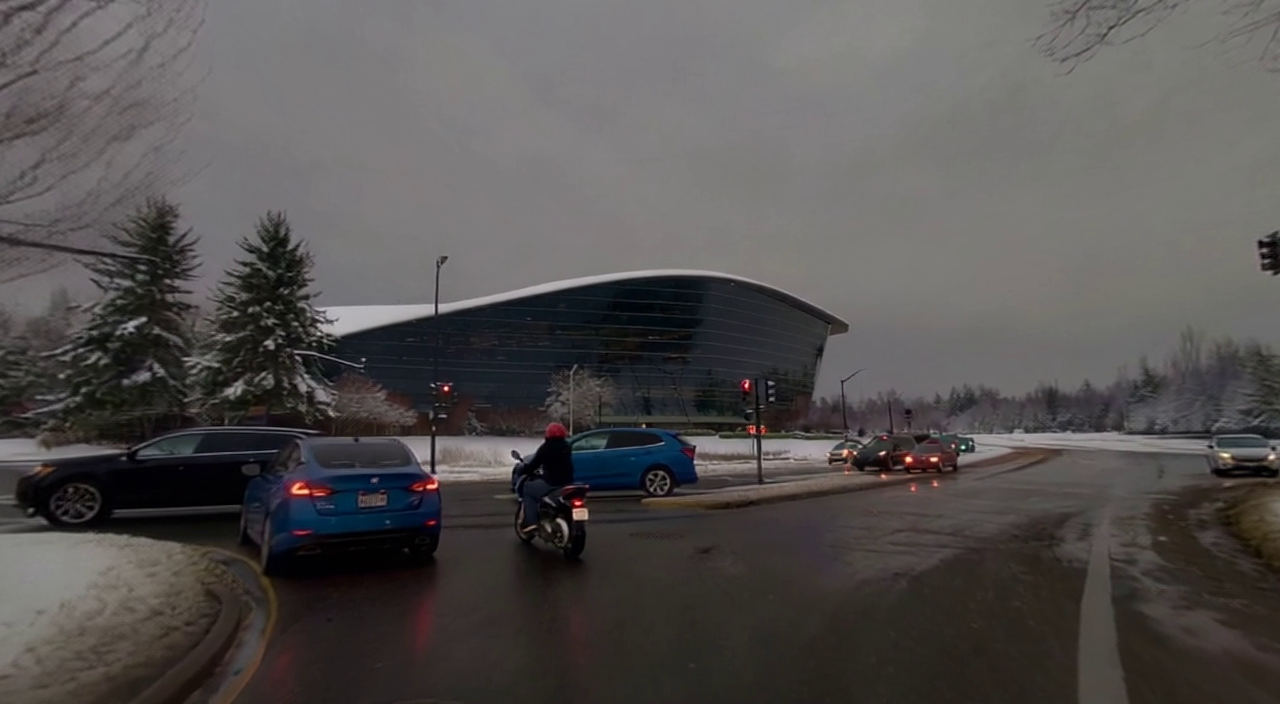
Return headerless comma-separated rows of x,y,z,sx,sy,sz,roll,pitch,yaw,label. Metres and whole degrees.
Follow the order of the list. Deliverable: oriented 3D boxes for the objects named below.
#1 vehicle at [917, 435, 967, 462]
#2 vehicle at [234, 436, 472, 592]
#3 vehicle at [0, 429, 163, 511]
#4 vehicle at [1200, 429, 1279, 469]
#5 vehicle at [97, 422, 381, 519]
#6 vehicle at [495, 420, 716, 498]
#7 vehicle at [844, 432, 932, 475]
18.528,5.872,38.619,2.024,1.543,4.028,-6,-10,34,vehicle
-3.949,1.857,8.256,2.009,1.450,4.182,5,-10,-35,vehicle
-14.158,2.755,15.049,4.380,1.727,2.052,-3,-9,15,vehicle
24.829,3.965,25.944,1.872,1.467,4.385,-6,-10,32,vehicle
-7.977,2.357,12.824,4.583,1.755,1.936,-1,-8,7,vehicle
-1.022,2.985,18.005,5.833,1.960,2.341,2,-9,-18,vehicle
10.751,4.320,27.136,2.084,1.656,4.583,-7,-11,39,vehicle
